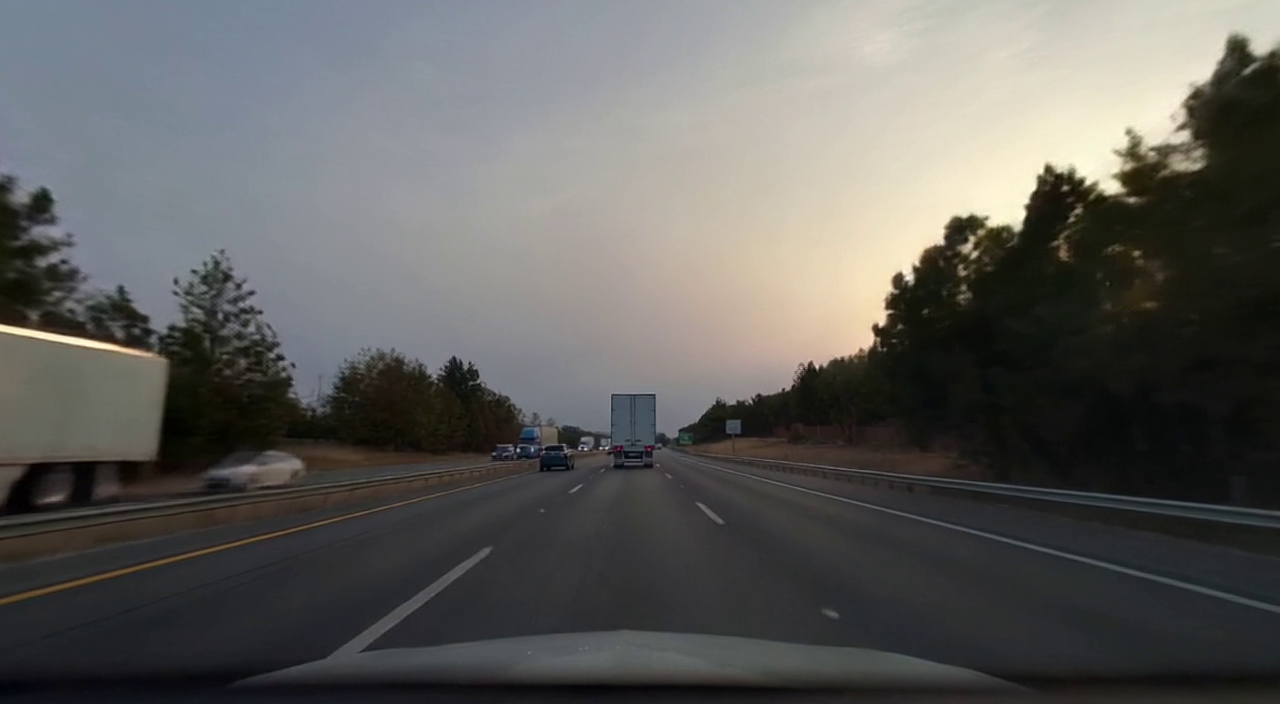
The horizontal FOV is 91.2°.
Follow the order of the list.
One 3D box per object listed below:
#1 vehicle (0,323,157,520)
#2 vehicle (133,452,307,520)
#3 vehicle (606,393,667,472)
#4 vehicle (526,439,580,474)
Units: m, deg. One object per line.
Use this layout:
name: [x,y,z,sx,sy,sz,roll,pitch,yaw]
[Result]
vehicle: [-15.031,1.035,10.414,2.929,4.123,14.002,0,-9,0]
vehicle: [-10.284,3.254,15.746,1.751,1.448,3.765,0,-9,0]
vehicle: [-0.249,4.967,37.747,3.100,4.091,10.664,0,-9,-1]
vehicle: [-4.259,5.220,31.426,2.112,1.645,4.129,0,-9,0]
